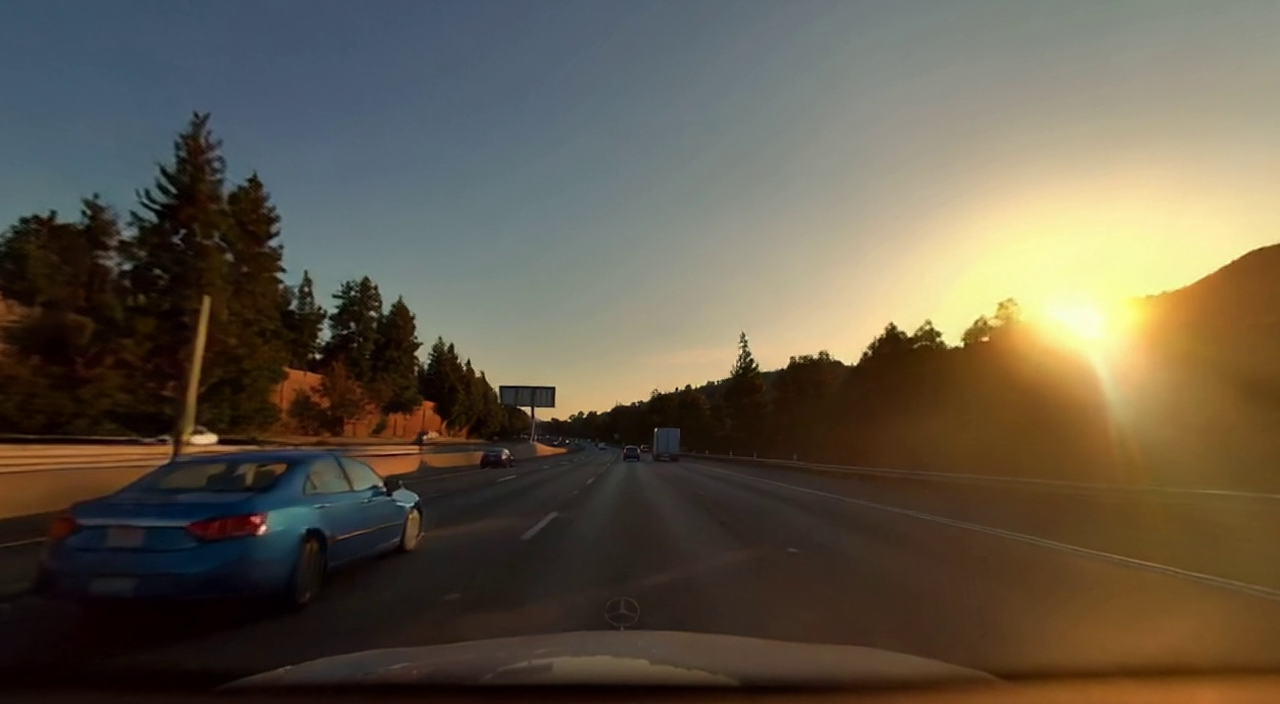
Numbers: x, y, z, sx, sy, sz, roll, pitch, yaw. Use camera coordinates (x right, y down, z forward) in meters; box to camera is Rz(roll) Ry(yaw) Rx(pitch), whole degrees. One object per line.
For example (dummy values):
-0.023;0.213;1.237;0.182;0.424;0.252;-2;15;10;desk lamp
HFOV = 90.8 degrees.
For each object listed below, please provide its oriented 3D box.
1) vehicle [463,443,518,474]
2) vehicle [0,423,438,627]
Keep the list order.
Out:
-7.643;5.488;32.752;1.915;1.479;3.843;0;-9;0;vehicle
-3.956;1.608;6.879;2.090;1.487;4.276;0;-9;0;vehicle
